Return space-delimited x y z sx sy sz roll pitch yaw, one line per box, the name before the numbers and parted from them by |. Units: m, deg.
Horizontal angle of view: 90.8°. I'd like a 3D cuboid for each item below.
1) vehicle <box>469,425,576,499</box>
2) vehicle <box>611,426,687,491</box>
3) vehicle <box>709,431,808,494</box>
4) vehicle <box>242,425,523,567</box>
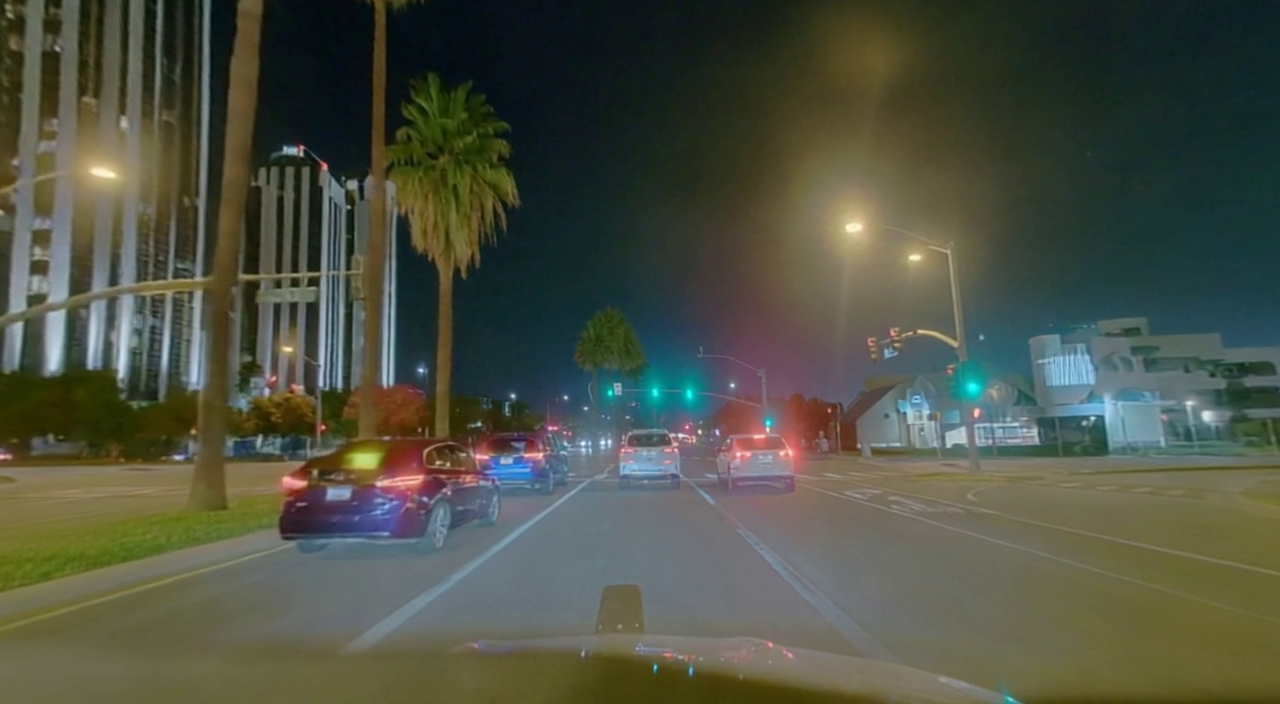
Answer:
vehicle | -2.971 2.897 16.925 1.938 1.713 4.048 0 -9 2
vehicle | 0.258 3.224 19.412 2.060 1.730 4.257 0 -8 1
vehicle | 3.192 3.058 17.805 1.936 1.567 3.896 0 -9 -1
vehicle | -3.155 1.863 9.014 1.962 1.480 4.605 0 -9 2
